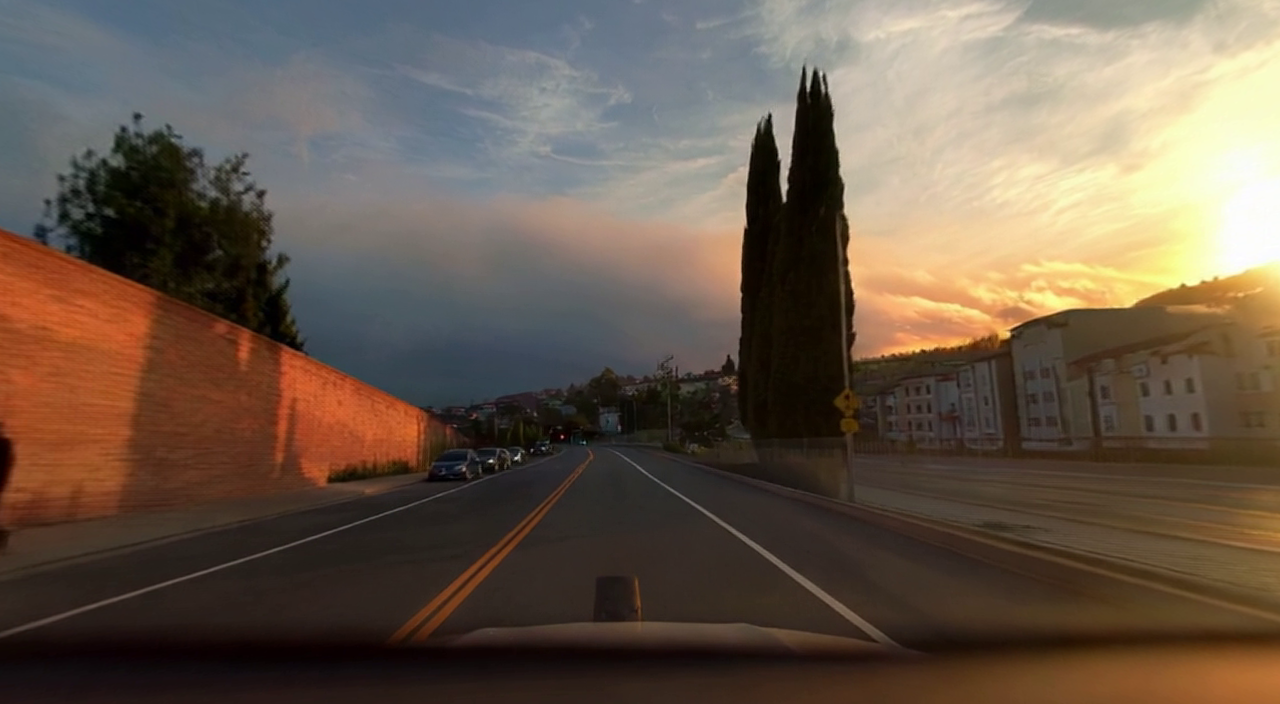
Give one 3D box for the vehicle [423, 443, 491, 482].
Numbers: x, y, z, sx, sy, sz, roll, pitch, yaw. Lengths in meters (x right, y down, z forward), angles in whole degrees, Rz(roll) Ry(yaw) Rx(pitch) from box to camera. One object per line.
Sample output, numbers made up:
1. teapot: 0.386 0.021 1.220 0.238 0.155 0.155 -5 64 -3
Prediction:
1. vehicle: -8.088 4.902 28.359 1.899 1.485 4.593 2 -8 -3
